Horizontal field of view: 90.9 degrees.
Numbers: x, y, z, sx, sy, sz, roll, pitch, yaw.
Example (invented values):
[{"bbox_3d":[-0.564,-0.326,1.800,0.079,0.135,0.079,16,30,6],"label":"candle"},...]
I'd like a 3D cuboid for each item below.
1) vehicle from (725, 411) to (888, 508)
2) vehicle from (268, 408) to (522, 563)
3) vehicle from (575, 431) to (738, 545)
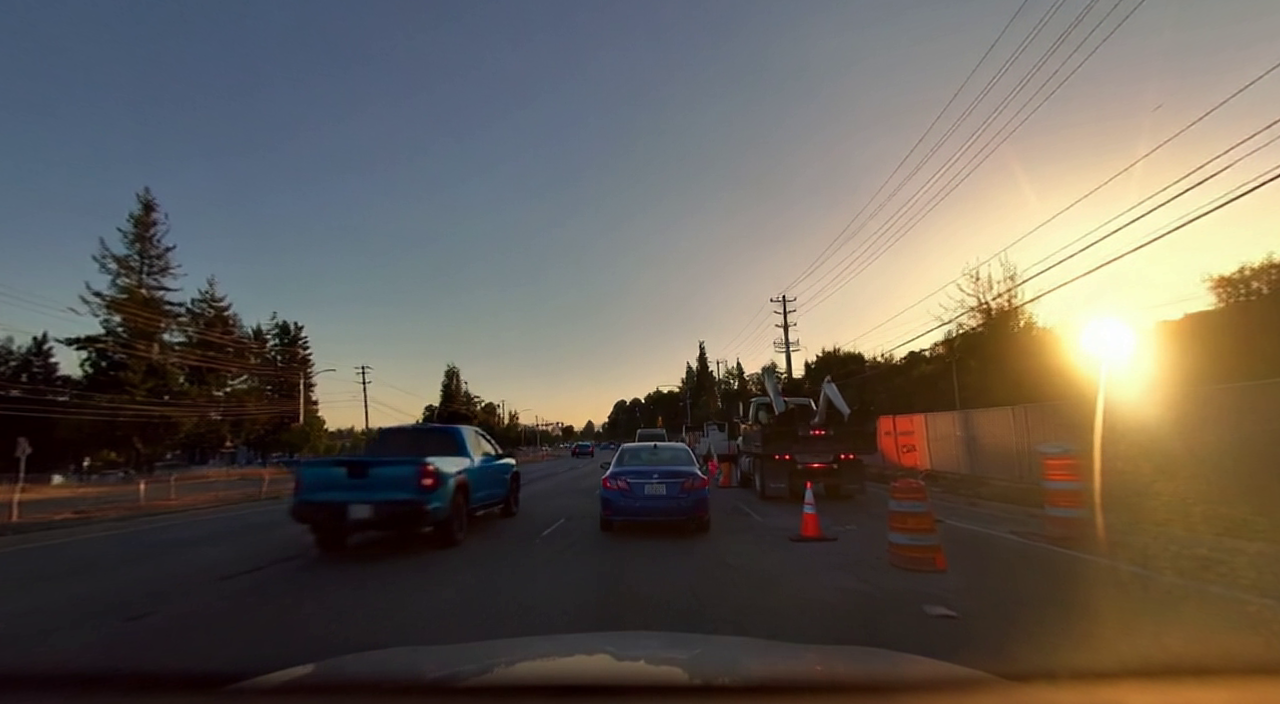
[{"bbox_3d":[3.943,2.736,16.504,2.555,2.017,6.201,0,-8,0],"label":"vehicle"},{"bbox_3d":[-3.158,1.822,9.263,1.989,1.729,4.184,0,-8,1],"label":"vehicle"},{"bbox_3d":[0.237,2.108,10.470,2.128,1.473,4.272,0,-8,1],"label":"vehicle"}]
